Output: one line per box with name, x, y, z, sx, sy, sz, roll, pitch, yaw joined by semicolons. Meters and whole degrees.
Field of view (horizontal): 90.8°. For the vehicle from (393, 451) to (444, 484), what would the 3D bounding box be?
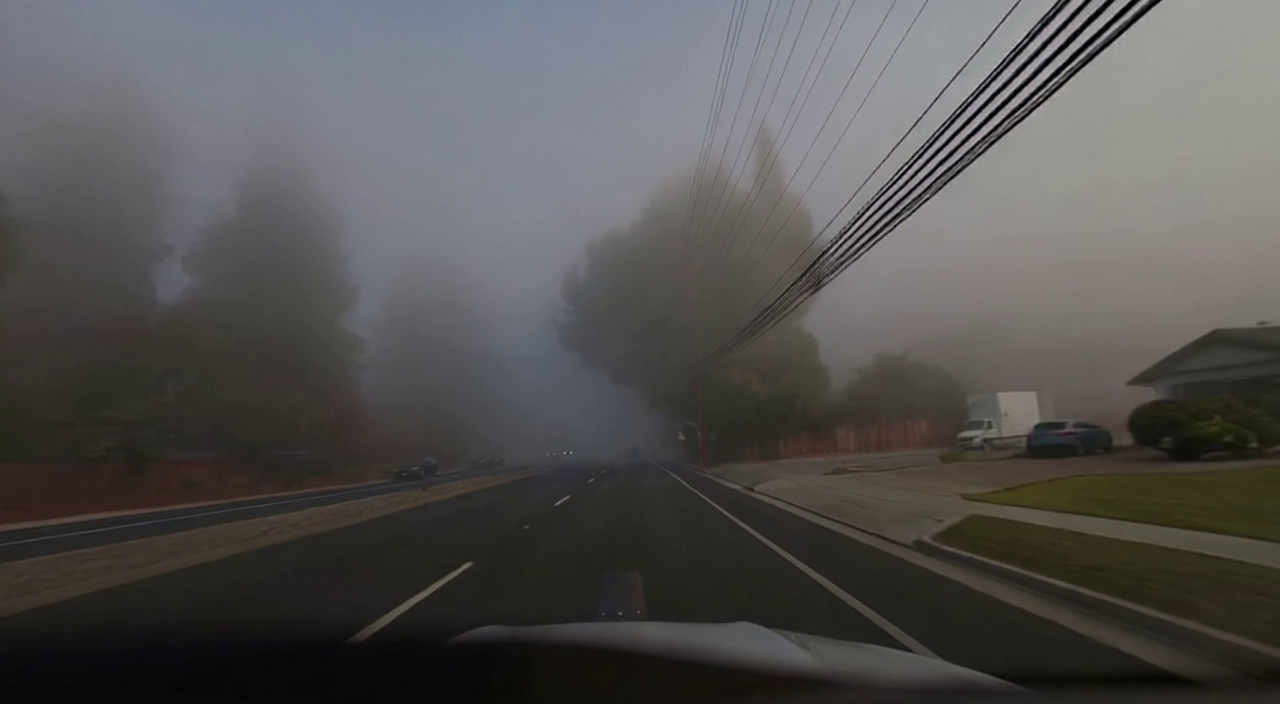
vehicle;-16.052;8.359;46.029;2.071;1.883;4.915;-7;-8;-3
